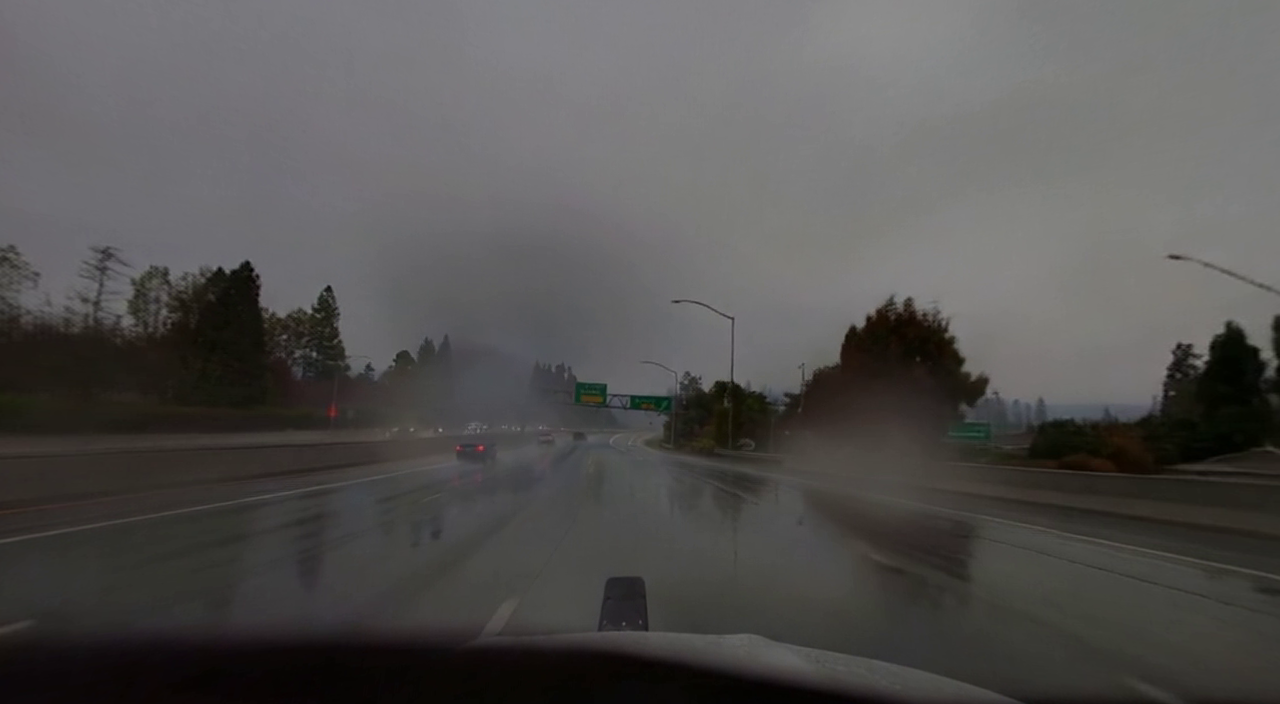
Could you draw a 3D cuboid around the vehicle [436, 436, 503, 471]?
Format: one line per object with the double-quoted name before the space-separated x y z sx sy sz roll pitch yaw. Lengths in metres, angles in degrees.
"vehicle" -7.872 4.705 29.573 2.025 1.494 4.495 0 -8 -2
